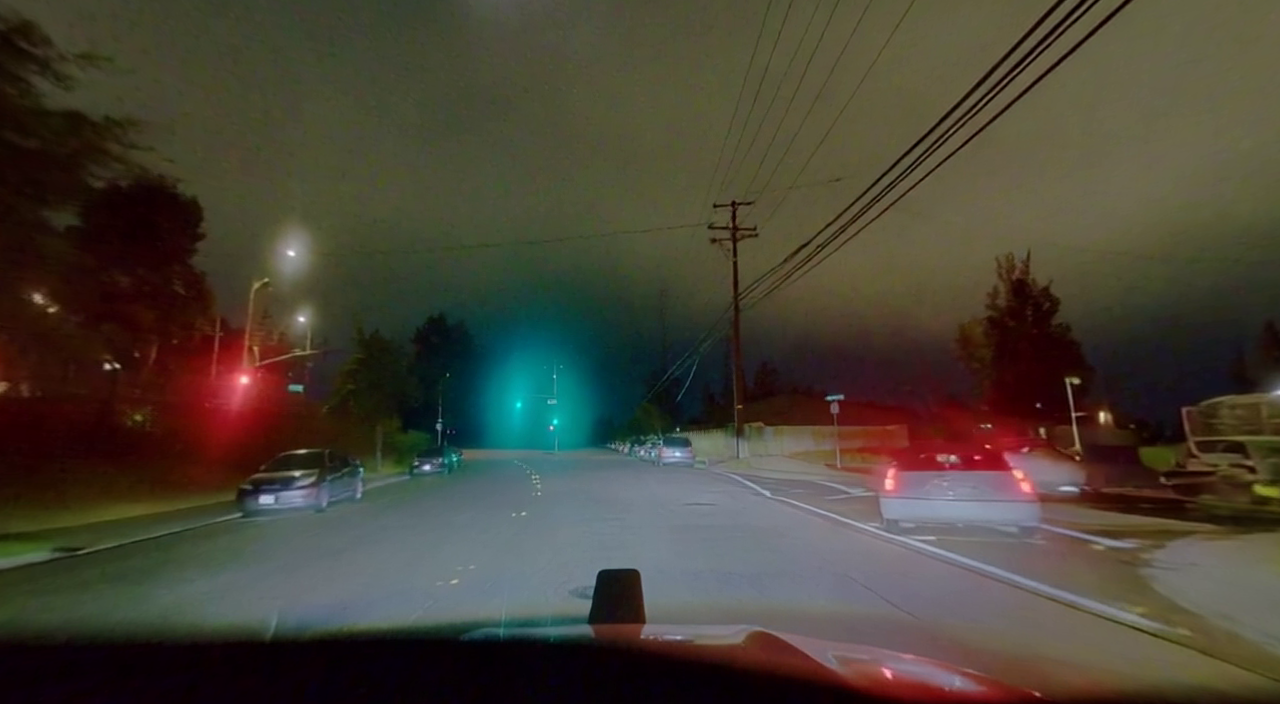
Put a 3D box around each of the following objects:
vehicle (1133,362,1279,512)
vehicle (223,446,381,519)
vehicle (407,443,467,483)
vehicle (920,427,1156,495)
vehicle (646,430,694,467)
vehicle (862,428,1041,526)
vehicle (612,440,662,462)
[{"bbox_3d":[18.893,2.170,16.218,10.500,3.344,2.906,1,-9,-7],"label":"vehicle"},{"bbox_3d":[-7.878,3.021,15.259,1.997,1.456,4.319,1,-9,-9],"label":"vehicle"},{"bbox_3d":[-8.378,4.472,25.798,2.033,1.477,4.626,3,-9,-21],"label":"vehicle"},{"bbox_3d":[12.342,3.426,20.001,5.757,1.978,2.362,0,-9,3],"label":"vehicle"},{"bbox_3d":[1.669,5.734,37.678,2.173,1.992,5.891,1,-9,-4],"label":"vehicle"},{"bbox_3d":[6.445,2.437,12.874,1.944,1.636,4.140,-8,-12,44],"label":"vehicle"},{"bbox_3d":[-0.285,7.118,45.432,1.856,1.512,4.292,4,-10,-26],"label":"vehicle"}]
